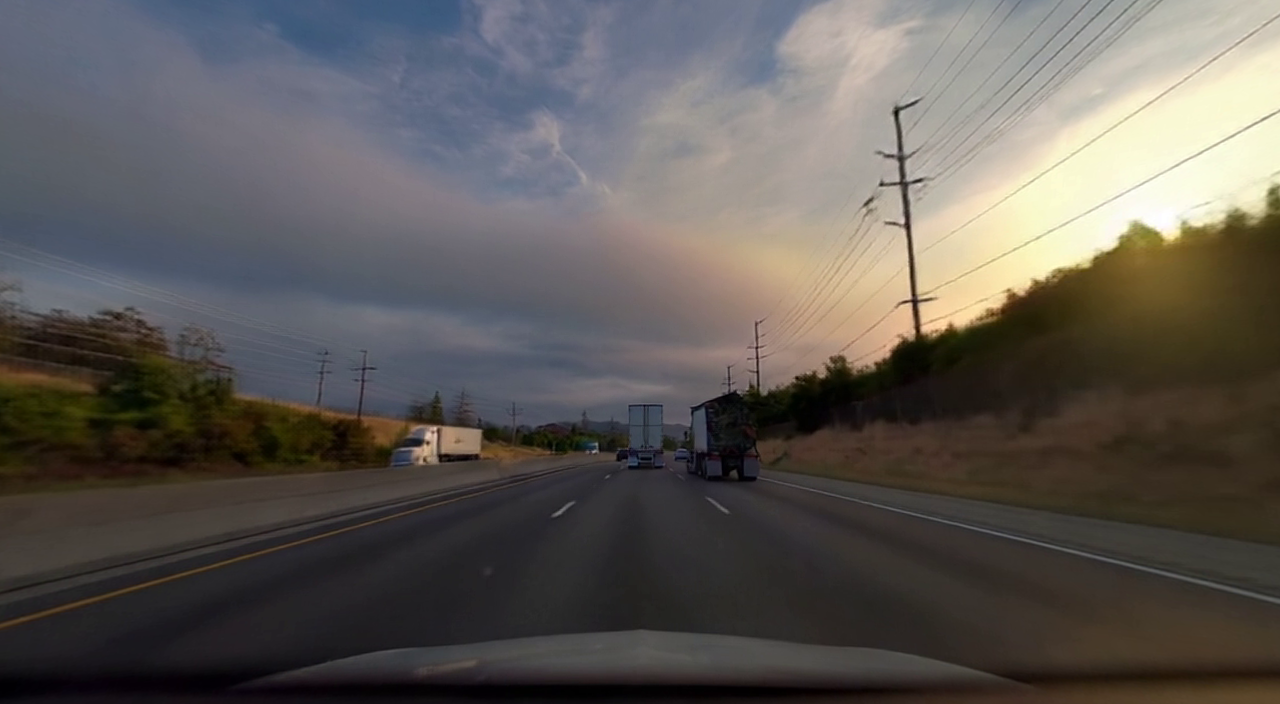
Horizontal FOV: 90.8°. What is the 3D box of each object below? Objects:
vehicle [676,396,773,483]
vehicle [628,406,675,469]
[{"bbox_3d":[3.568,4.143,29.250,2.938,3.378,8.820,0,-9,-2],"label":"vehicle"},{"bbox_3d":[0.619,6.574,47.397,2.997,4.076,13.224,0,-9,-1],"label":"vehicle"}]
